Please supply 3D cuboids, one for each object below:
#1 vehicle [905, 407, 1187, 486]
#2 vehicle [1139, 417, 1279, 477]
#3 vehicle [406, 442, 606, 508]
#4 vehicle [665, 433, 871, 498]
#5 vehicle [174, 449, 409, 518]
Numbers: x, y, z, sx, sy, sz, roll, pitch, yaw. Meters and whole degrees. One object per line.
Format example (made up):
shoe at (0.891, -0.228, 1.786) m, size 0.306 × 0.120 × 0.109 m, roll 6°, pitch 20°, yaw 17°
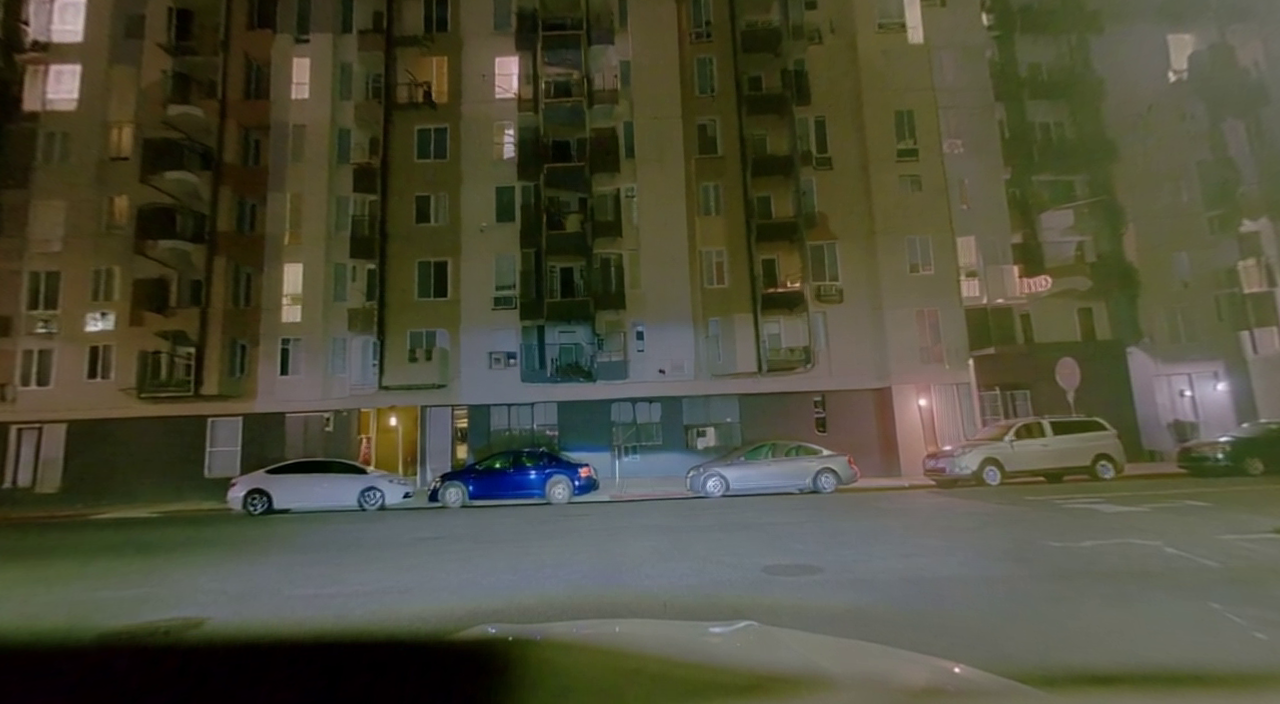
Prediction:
vehicle at (10.265, 2.418, 16.337) m, size 5.739 × 1.852 × 2.330 m, roll 0°, pitch -8°, yaw -4°
vehicle at (16.183, 2.504, 16.753) m, size 4.426 × 1.476 × 1.864 m, roll 1°, pitch -8°, yaw -5°
vehicle at (-3.108, 2.945, 15.401) m, size 4.489 × 1.470 × 1.776 m, roll 1°, pitch -8°, yaw -5°
vehicle at (3.066, 2.793, 15.763) m, size 4.681 × 1.480 × 1.817 m, roll 0°, pitch -8°, yaw -4°
vehicle at (-8.025, 3.053, 14.947) m, size 4.423 × 1.449 × 1.813 m, roll 1°, pitch -8°, yaw -6°
